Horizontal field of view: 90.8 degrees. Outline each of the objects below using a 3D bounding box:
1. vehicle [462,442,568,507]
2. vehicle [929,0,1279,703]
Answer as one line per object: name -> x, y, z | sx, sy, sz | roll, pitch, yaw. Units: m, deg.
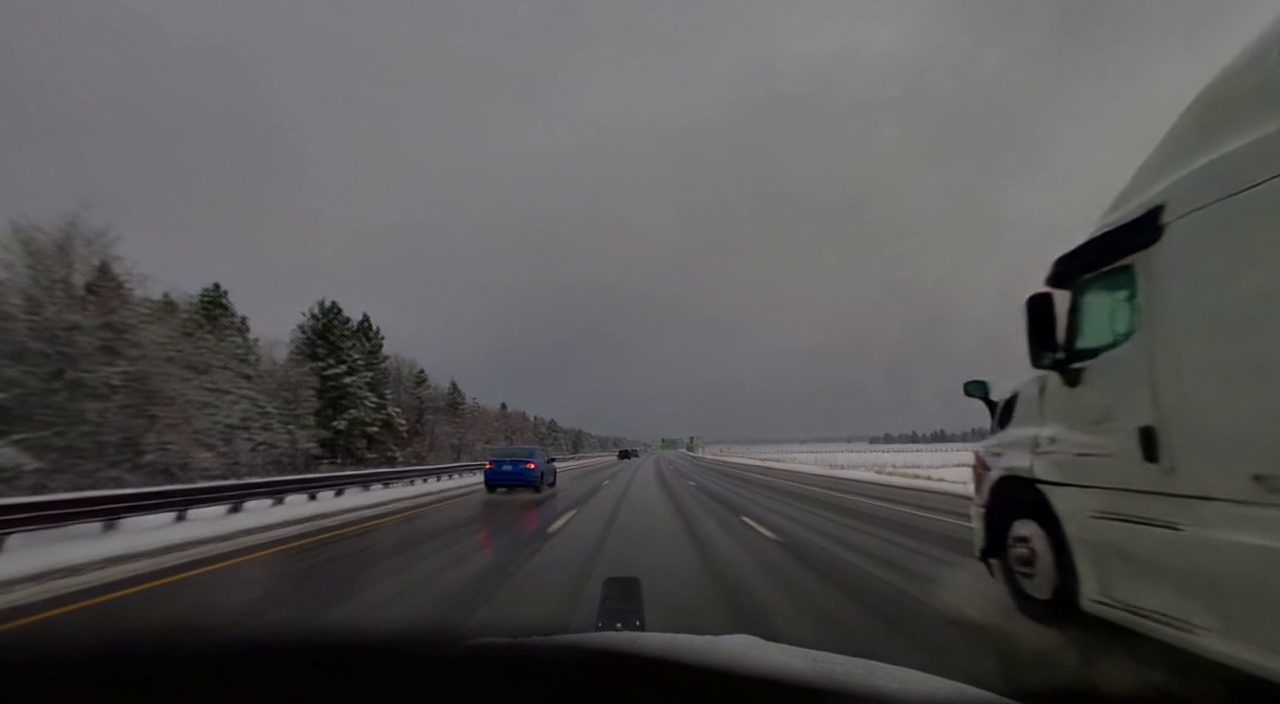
vehicle -> -3.250, 3.268, 17.343 | 1.945, 1.537, 4.294 | 0, -9, 1
vehicle -> 4.428, -0.084, 3.129 | 3.042, 3.890, 5.873 | 0, -9, 0
